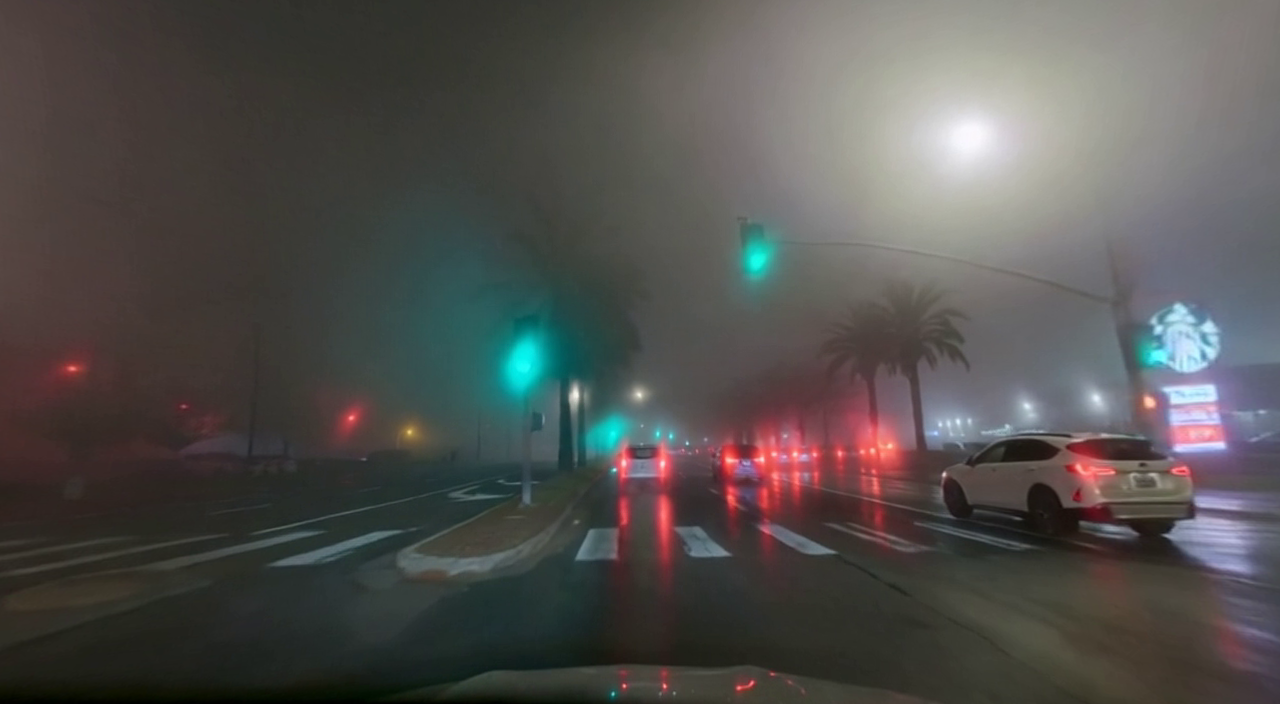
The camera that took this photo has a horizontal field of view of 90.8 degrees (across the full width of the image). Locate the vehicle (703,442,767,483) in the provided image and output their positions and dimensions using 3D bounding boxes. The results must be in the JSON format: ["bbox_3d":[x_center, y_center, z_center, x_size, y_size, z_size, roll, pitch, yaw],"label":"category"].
[{"bbox_3d":[3.821,4.507,26.218,1.892,1.532,4.177,0,-8,-2],"label":"vehicle"}]

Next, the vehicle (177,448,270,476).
[{"bbox_3d":[-30.816,8.174,46.858,5.230,1.986,2.250,-1,-11,3],"label":"vehicle"}]

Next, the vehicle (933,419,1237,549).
[{"bbox_3d":[6.828,2.040,10.410,1.940,1.674,4.085,0,-8,-1],"label":"vehicle"}]

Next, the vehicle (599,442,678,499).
[{"bbox_3d":[-0.057,3.470,18.959,2.110,1.487,3.873,0,-8,0],"label":"vehicle"}]
